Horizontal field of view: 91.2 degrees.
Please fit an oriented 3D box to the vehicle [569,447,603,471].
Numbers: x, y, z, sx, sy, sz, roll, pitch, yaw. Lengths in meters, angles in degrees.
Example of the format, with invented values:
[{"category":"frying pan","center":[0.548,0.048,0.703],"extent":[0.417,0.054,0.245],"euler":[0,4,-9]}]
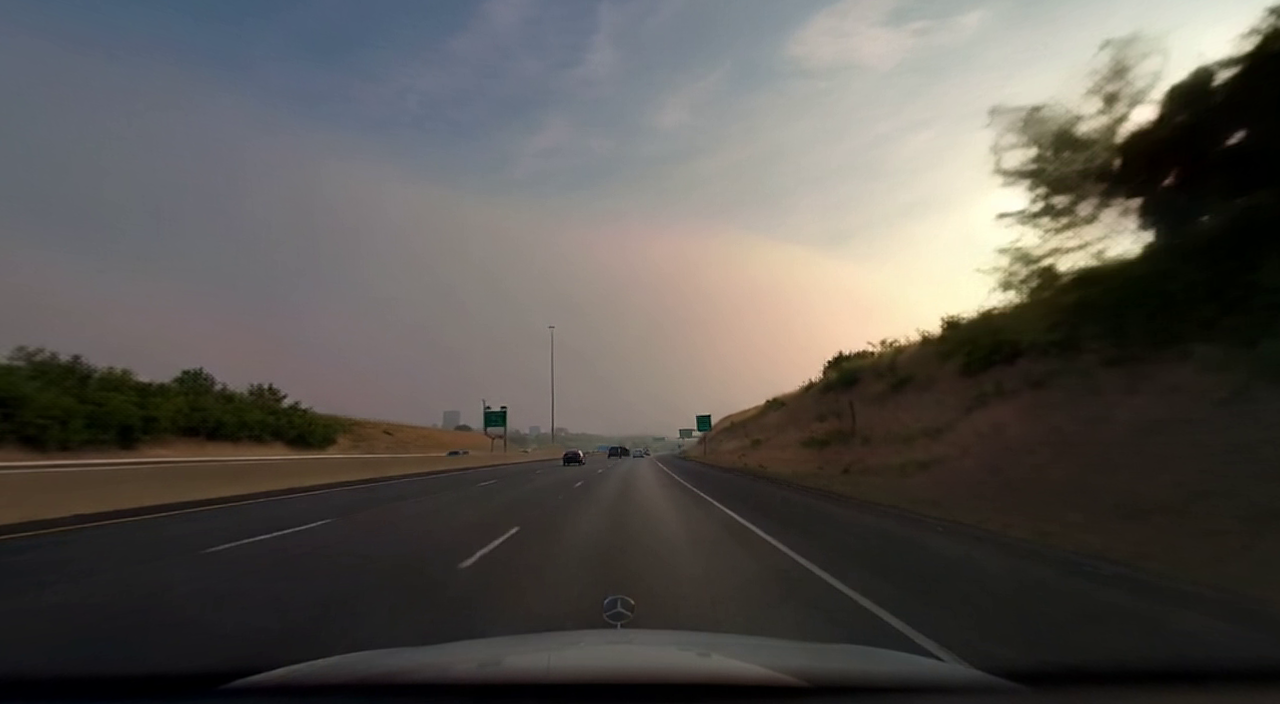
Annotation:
[{"category":"vehicle","center":[-3.503,7.020,41.316],"extent":[1.895,1.482,3.852],"euler":[0,-9,0]}]
